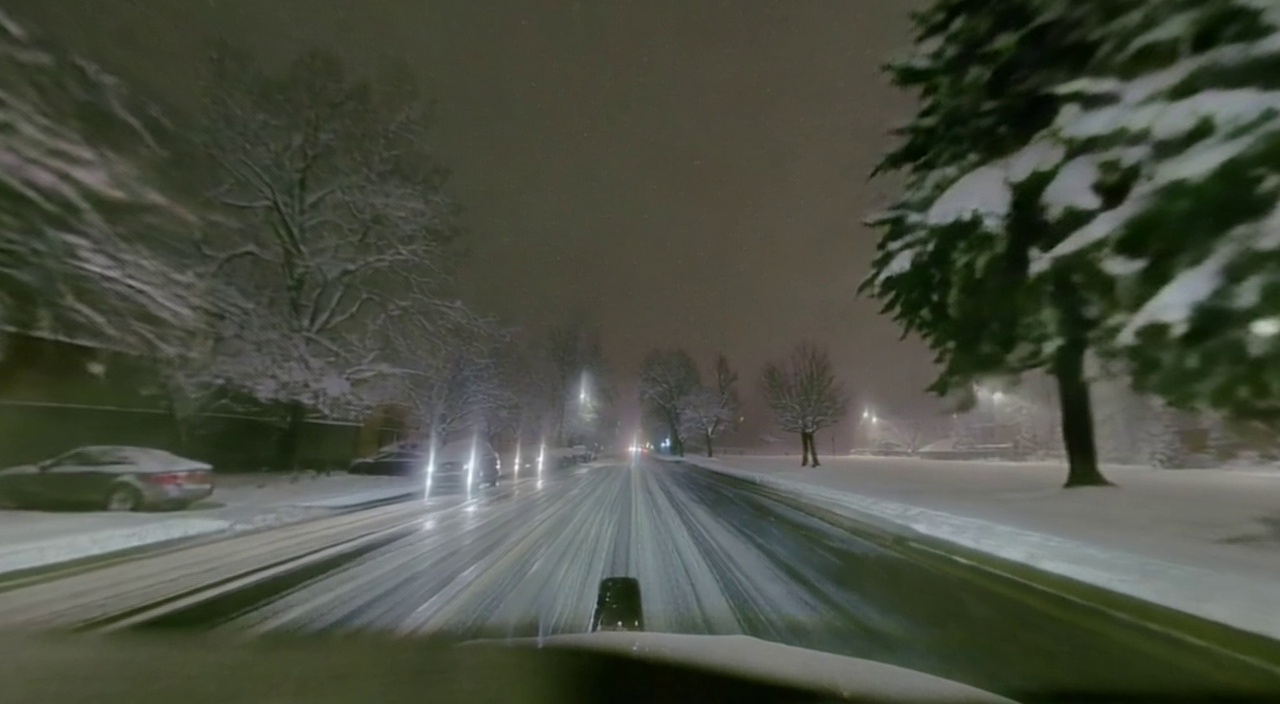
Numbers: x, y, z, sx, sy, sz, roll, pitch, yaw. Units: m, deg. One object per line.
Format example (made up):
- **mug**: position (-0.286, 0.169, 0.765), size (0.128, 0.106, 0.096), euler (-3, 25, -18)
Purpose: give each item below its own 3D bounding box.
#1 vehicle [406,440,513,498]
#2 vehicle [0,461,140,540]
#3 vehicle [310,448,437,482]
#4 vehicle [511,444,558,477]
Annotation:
- **vehicle**: position (-6.566, 4.271, 23.702), size (2.350, 1.892, 5.542), euler (1, -8, 0)
- **vehicle**: position (-13.639, 3.093, 13.467), size (4.116, 1.393, 2.016), euler (2, -9, 1)
- **vehicle**: position (-14.075, 6.013, 33.544), size (5.742, 1.668, 2.296), euler (1, -8, -3)
- **vehicle**: position (-6.626, 6.849, 40.062), size (2.020, 1.842, 5.116), euler (1, -8, 1)
